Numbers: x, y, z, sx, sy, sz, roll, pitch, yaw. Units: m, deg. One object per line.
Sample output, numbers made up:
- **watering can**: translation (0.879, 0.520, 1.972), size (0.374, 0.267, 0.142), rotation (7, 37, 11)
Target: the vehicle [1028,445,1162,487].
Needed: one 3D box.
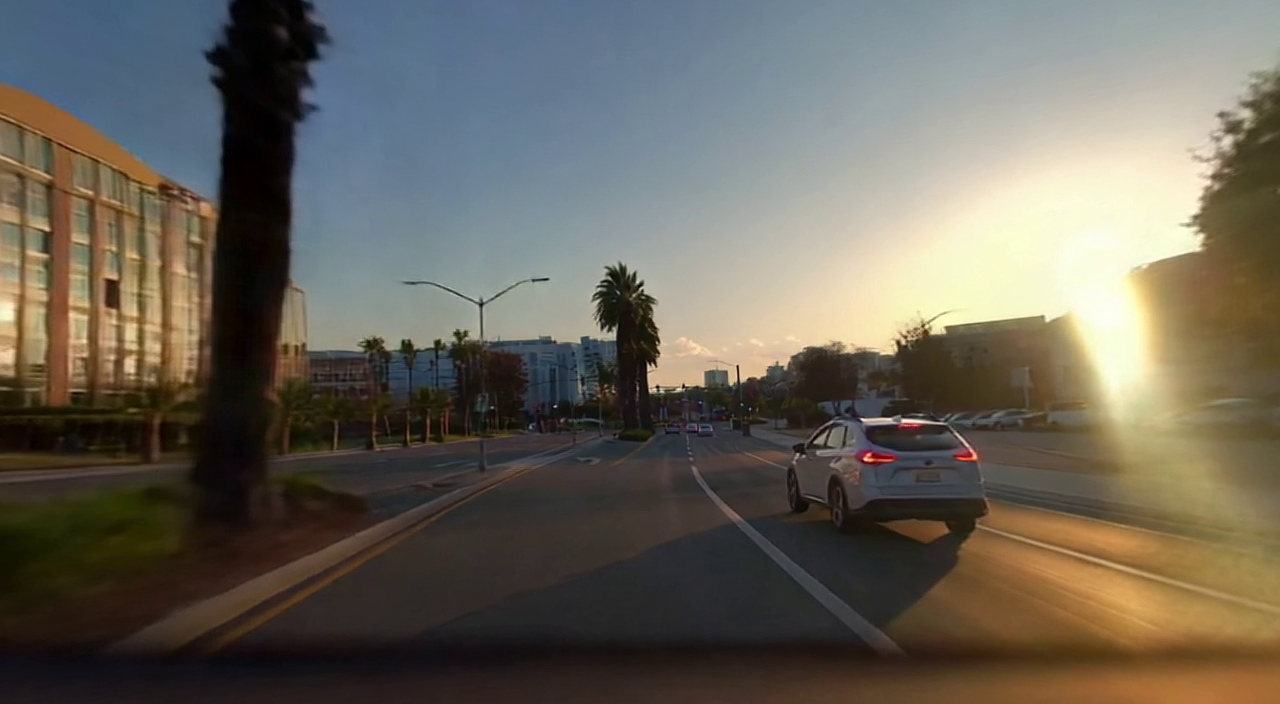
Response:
- **vehicle**: translation (17.355, 4.364, 24.430), size (1.869, 1.438, 4.366), rotation (0, -9, -1)

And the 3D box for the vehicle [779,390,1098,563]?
- **vehicle**: translation (3.659, 1.680, 9.057), size (2.219, 1.795, 4.718), rotation (0, -9, 0)
